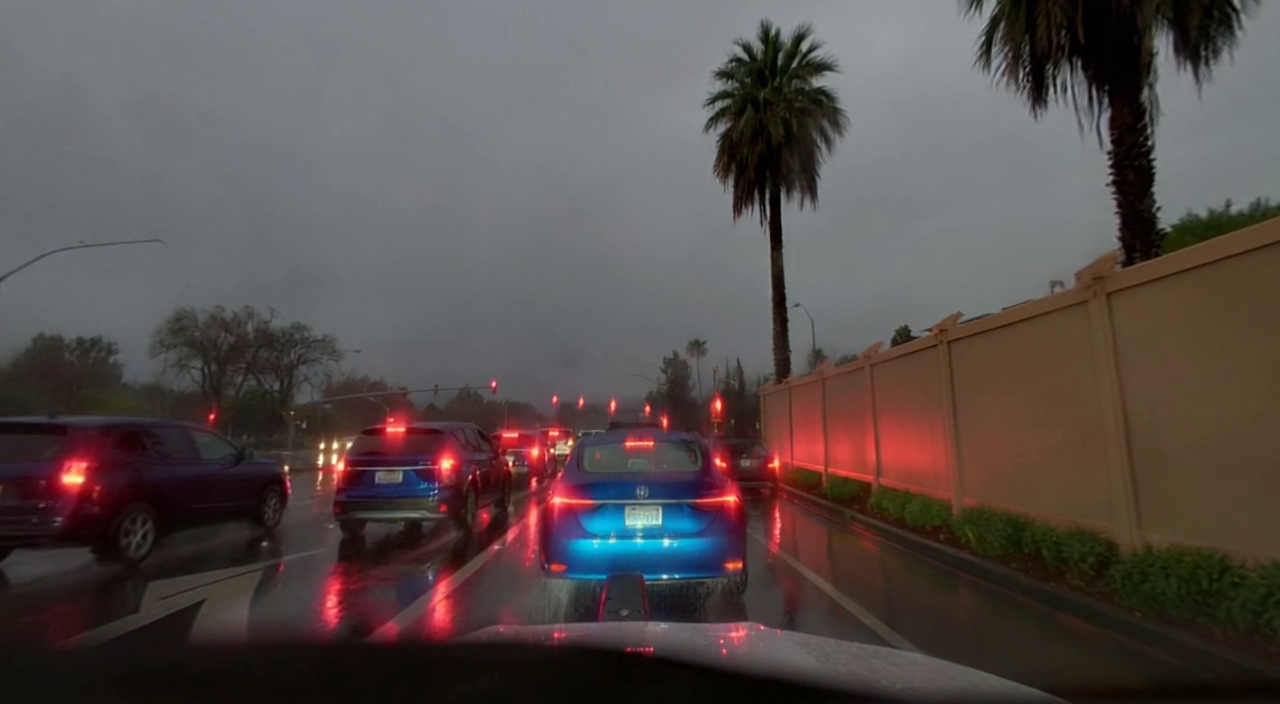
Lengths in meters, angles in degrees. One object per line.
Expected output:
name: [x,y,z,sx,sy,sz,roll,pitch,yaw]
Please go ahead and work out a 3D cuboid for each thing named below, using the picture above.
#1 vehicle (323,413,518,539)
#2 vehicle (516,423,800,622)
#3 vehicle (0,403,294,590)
vehicle: [-3.486,2.050,10.992,2.007,1.746,4.136,0,-8,-2]
vehicle: [0.070,1.597,6.947,2.128,1.473,4.272,0,-8,-2]
vehicle: [-6.676,1.670,8.132,1.963,1.721,4.467,0,-8,-2]
